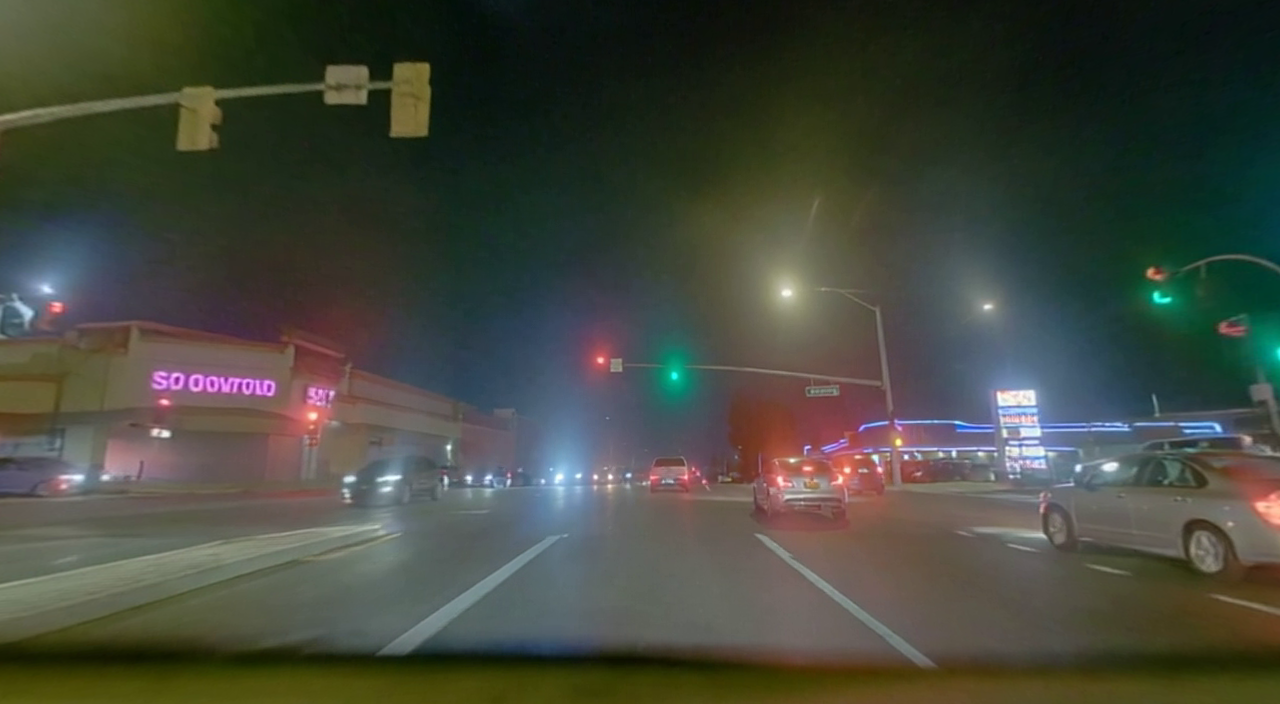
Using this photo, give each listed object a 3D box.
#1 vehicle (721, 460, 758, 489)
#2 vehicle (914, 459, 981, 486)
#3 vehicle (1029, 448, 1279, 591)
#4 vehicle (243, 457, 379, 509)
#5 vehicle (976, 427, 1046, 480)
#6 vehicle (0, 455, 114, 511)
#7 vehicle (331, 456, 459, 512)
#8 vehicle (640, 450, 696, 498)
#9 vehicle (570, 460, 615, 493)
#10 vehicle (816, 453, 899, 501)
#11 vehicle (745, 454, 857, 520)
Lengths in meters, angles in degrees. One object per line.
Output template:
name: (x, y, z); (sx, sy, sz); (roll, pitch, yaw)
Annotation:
vehicle: (6.618, 8.210, 42.360); (2.036, 1.719, 4.318); (-1, -9, 4)
vehicle: (18.394, 7.163, 37.656); (4.373, 1.399, 2.052); (8, -11, -41)
vehicle: (7.663, 2.045, 8.532); (1.911, 1.466, 4.572); (0, -9, 1)
vehicle: (-11.170, 4.449, 21.900); (1.938, 1.506, 4.771); (-1, -9, 4)
vehicle: (19.577, 5.282, 33.104); (2.521, 2.491, 5.455); (-7, -11, 34)
vehicle: (-18.623, 3.910, 19.195); (4.404, 1.462, 2.075); (-4, -9, 23)
vehicle: (-7.605, 4.124, 20.180); (1.993, 1.491, 4.673); (-1, -9, 4)
vehicle: (1.257, 5.189, 27.294); (2.210, 1.861, 4.280); (-1, -9, 4)
vehicle: (-2.797, 7.462, 38.104); (2.041, 1.494, 4.647); (-3, -6, 4)
vehicle: (8.852, 5.093, 26.113); (2.040, 1.738, 4.414); (0, -9, 3)
vehicle: (4.214, 3.588, 17.354); (1.963, 1.484, 4.609); (0, -9, 1)
